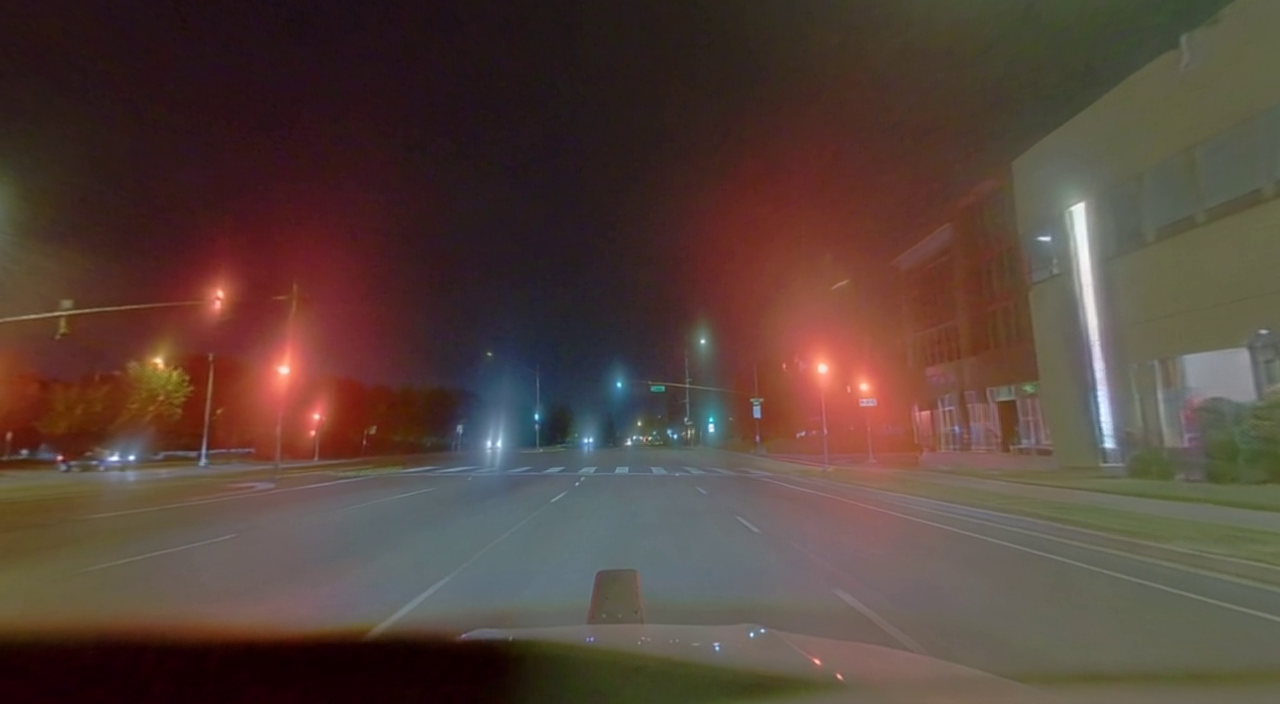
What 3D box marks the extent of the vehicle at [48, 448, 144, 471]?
[{"bbox_3d":[-35.395,6.987,41.185,4.500,1.465,1.936,0,-8,1],"label":"vehicle"}]
